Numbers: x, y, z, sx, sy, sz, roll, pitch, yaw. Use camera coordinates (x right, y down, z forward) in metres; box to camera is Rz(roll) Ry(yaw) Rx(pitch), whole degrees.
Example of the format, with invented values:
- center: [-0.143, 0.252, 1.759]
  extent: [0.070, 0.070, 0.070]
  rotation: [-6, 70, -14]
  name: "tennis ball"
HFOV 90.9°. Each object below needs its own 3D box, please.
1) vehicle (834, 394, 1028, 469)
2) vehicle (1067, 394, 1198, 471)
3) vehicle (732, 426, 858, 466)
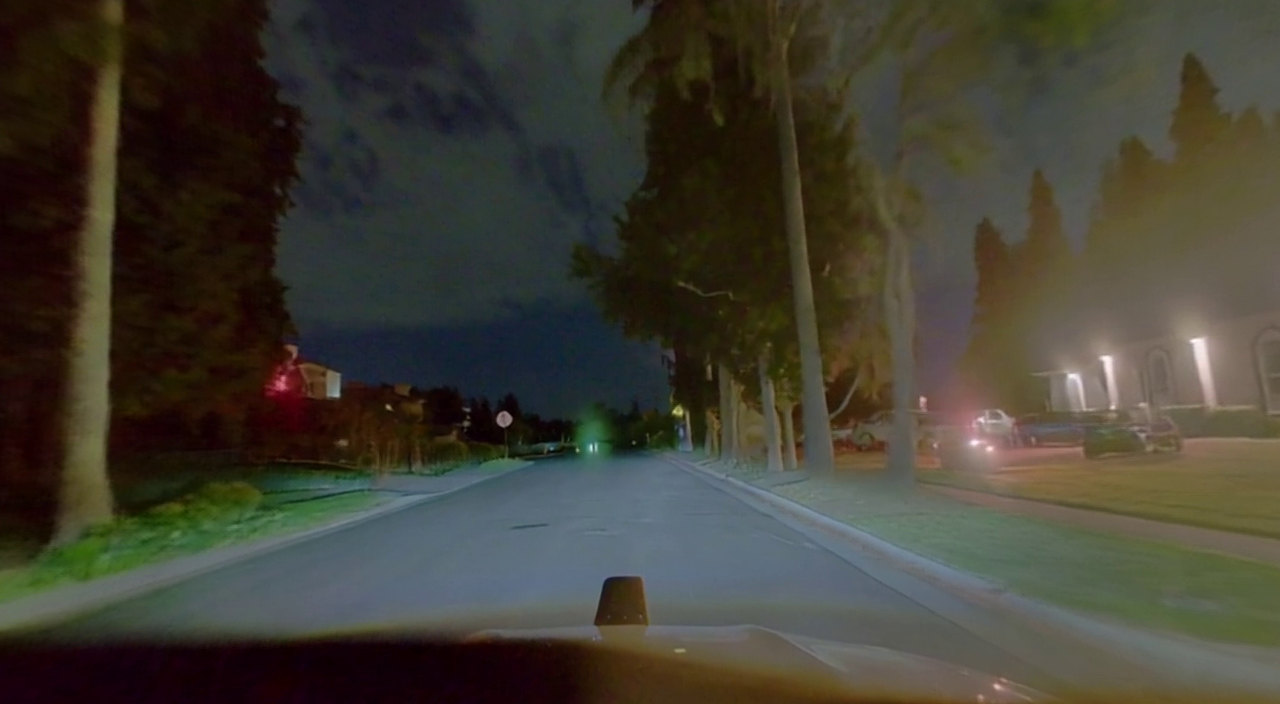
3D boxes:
- center: [9.450, 2.647, 20.836]
  extent: [5.239, 1.933, 2.131]
  rotation: [-4, -9, -2]
  name: "vehicle"
- center: [11.331, 1.870, 14.829]
  extent: [2.004, 1.511, 4.494]
  rotation: [-5, -8, 34]
  name: "vehicle"
- center: [5.697, 3.496, 23.575]
  extent: [4.229, 1.402, 1.811]
  rotation: [-1, -7, 0]
  name: "vehicle"
